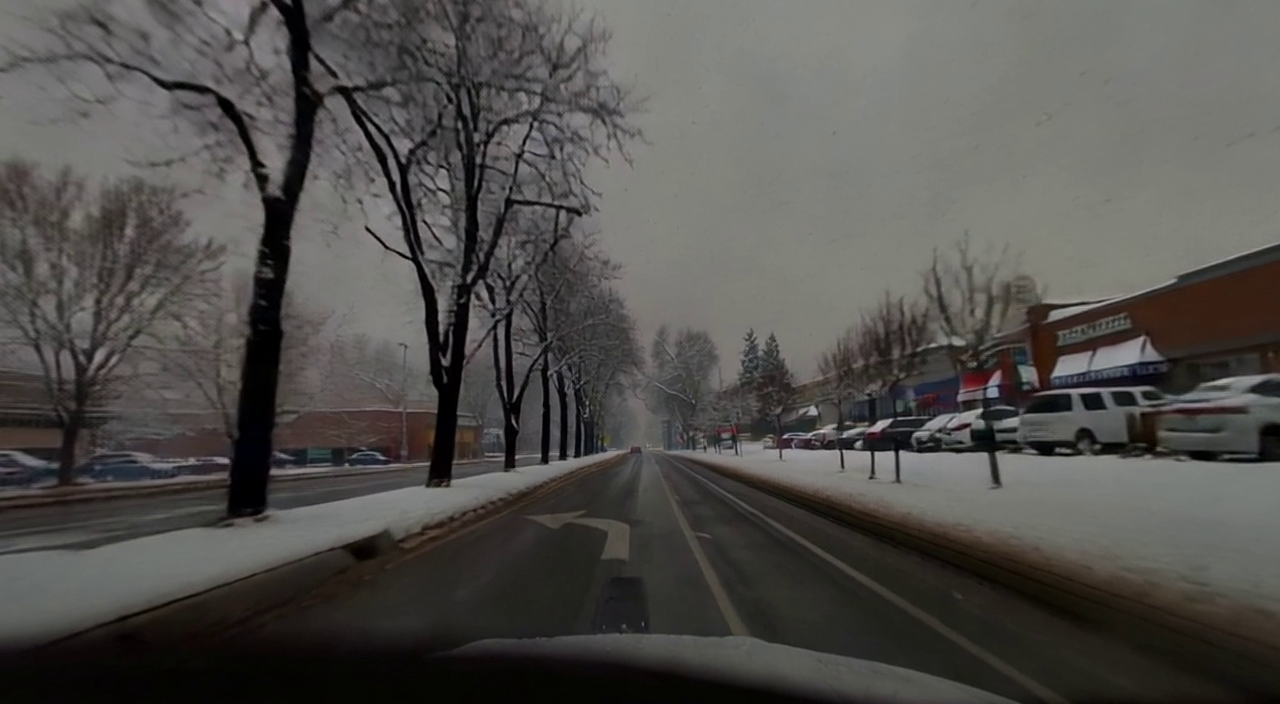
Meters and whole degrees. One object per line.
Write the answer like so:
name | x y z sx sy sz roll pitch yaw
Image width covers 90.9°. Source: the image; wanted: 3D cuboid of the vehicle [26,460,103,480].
vehicle | -44.352 9.078 48.626 4.162 1.448 1.900 0 -8 2

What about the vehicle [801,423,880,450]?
vehicle | 13.160 5.603 41.648 4.469 1.709 2.098 0 -8 0

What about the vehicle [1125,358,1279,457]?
vehicle | 12.786 1.141 12.361 4.719 1.763 2.128 0 -8 -1

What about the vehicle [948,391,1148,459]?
vehicle | 12.853 2.336 20.163 4.713 1.767 2.268 -4 -7 2
